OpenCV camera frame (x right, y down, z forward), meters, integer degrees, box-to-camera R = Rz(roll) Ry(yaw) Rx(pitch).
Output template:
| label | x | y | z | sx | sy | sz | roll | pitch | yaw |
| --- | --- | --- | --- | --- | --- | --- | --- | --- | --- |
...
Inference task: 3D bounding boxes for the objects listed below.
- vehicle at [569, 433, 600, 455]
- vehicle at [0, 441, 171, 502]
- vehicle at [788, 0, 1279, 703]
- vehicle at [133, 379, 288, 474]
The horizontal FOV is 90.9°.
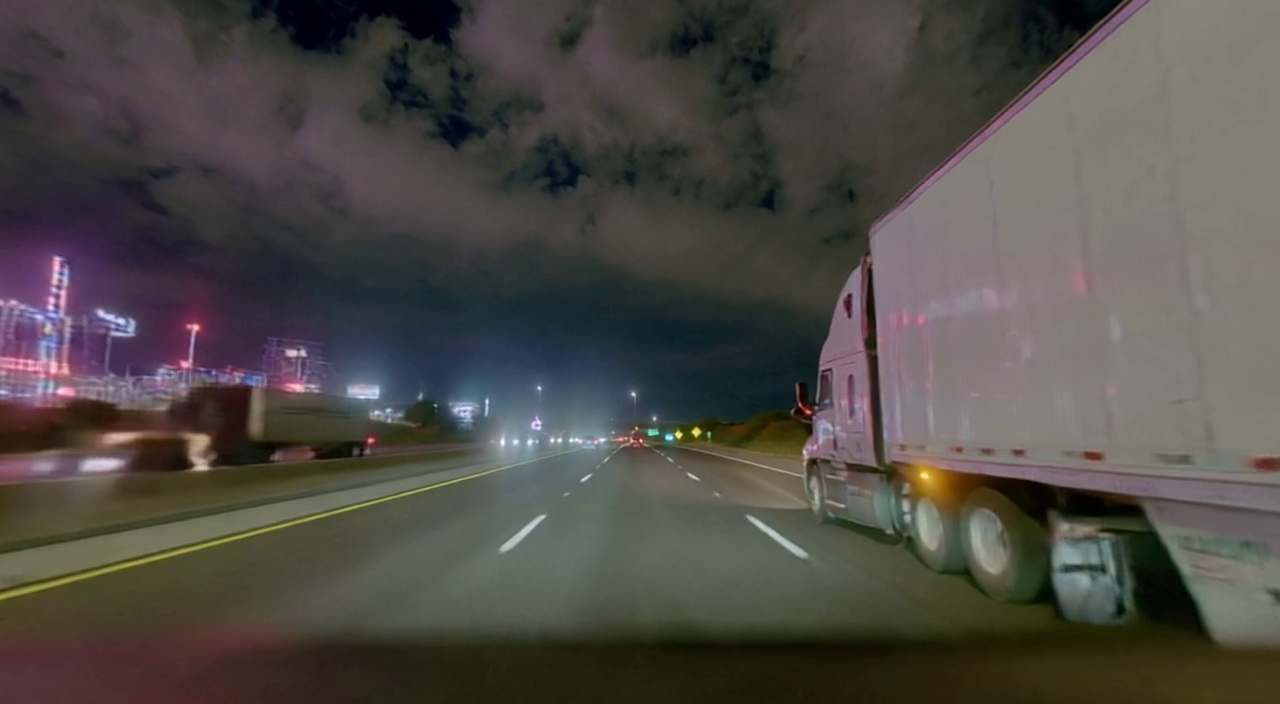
| label | x | y | z | sx | sy | sz | roll | pitch | yaw |
| --- | --- | --- | --- | --- | --- | --- | --- | --- | --- |
| vehicle | -3.884 | 6.539 | 44.724 | 1.930 | 1.484 | 3.849 | 0 | -8 | -1 |
| vehicle | -15.575 | 3.234 | 17.606 | 1.861 | 1.460 | 3.997 | 0 | -8 | -1 |
| vehicle | 3.669 | 0.180 | 5.756 | 3.027 | 3.796 | 6.035 | 0 | -8 | -1 |
| vehicle | -19.986 | 3.557 | 29.874 | 3.076 | 4.017 | 5.908 | 0 | -8 | -1 |
